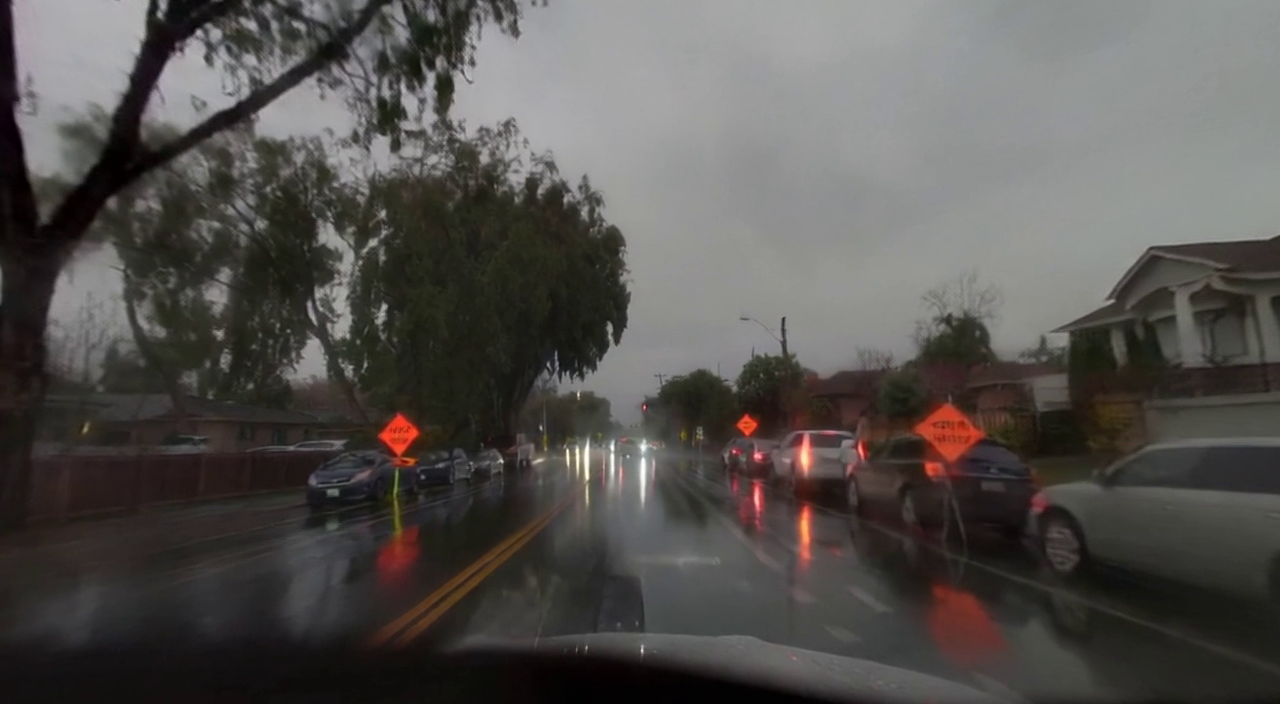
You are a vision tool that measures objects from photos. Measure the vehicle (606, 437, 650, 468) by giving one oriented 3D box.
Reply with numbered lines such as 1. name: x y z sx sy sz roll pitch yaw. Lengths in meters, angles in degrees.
1. vehicle: -0.579 5.198 32.781 2.151 1.481 4.084 0 -8 1

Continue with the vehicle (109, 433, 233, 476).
1. vehicle: -23.336 5.087 31.443 4.491 2.031 2.045 -1 -8 1

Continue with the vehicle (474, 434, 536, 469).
1. vehicle: -8.505 6.362 40.356 2.659 2.047 6.014 0 -8 0

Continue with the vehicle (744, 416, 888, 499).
1. vehicle: 4.646 2.932 17.865 2.279 1.946 5.925 0 -8 -1

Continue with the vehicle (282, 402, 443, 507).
1. vehicle: -7.768 2.922 18.234 2.526 2.631 4.228 0 -8 2

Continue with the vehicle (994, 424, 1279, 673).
1. vehicle: 4.766 1.272 4.448 1.912 1.463 4.477 0 -8 0

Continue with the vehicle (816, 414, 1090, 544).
1. vehicle: 4.868 2.050 10.856 2.225 1.715 4.755 0 -8 -1
